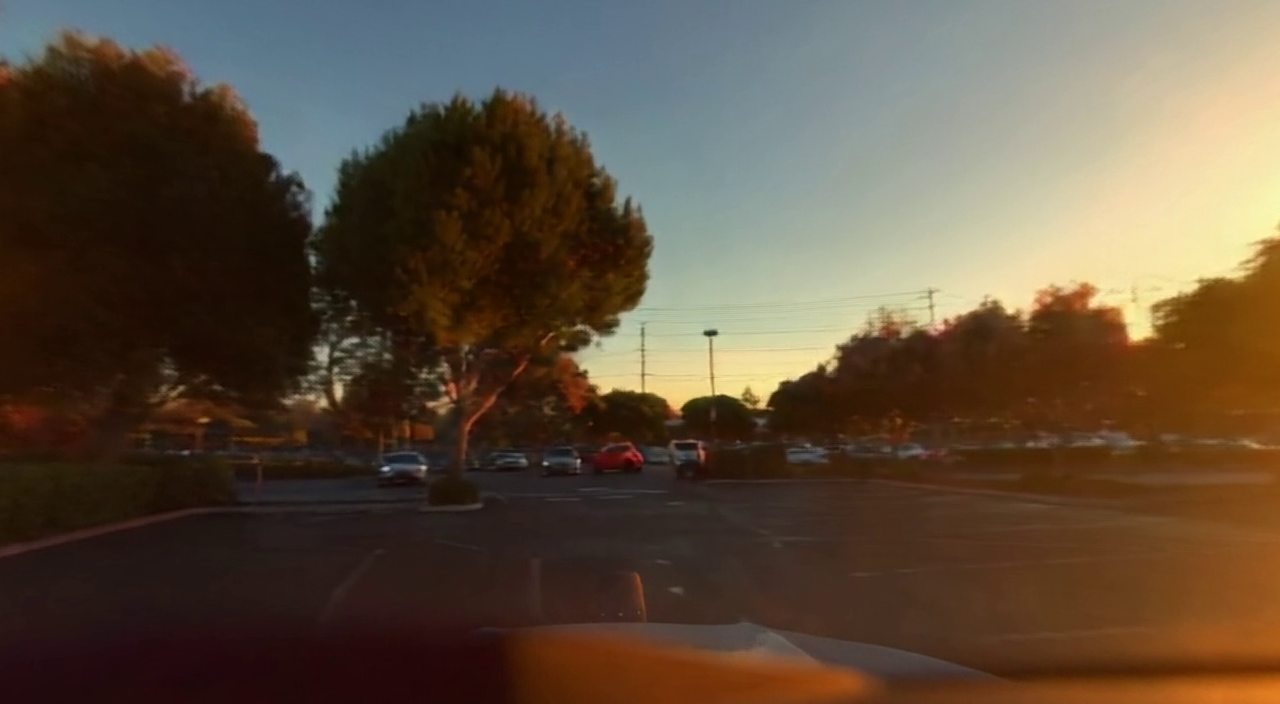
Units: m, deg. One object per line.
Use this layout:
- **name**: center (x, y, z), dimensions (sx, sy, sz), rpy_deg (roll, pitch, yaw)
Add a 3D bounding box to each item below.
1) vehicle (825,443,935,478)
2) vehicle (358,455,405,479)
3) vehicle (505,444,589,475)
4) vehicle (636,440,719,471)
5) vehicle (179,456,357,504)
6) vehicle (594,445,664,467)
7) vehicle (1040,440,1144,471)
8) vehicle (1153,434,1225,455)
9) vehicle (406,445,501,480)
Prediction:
- **vehicle**: center (10.435, 4.715, 27.562), dimensions (4.106, 1.449, 1.760), rpy_deg (2, -9, -14)
- **vehicle**: center (-16.756, 7.454, 41.121), dimensions (2.190, 1.441, 3.759), rpy_deg (2, -9, -13)
- **vehicle**: center (-5.440, 6.292, 36.878), dimensions (4.666, 1.634, 1.816), rpy_deg (3, -13, -15)
- **vehicle**: center (2.303, 6.324, 38.823), dimensions (4.660, 1.687, 1.981), rpy_deg (2, -6, -17)
- **vehicle**: center (-12.418, 4.286, 21.464), dimensions (4.772, 1.441, 1.976), rpy_deg (2, -9, -13)
- **vehicle**: center (-0.761, 7.278, 44.440), dimensions (4.601, 1.484, 1.839), rpy_deg (3, -9, -20)
- **vehicle**: center (21.572, 4.933, 30.197), dimensions (4.059, 1.388, 1.726), rpy_deg (2, -9, -14)
- **vehicle**: center (42.710, 7.179, 49.209), dimensions (3.754, 1.531, 1.895), rpy_deg (-1, -8, -1)
- **vehicle**: center (-10.398, 6.175, 35.527), dimensions (4.939, 1.664, 2.055), rpy_deg (1, -5, -14)
